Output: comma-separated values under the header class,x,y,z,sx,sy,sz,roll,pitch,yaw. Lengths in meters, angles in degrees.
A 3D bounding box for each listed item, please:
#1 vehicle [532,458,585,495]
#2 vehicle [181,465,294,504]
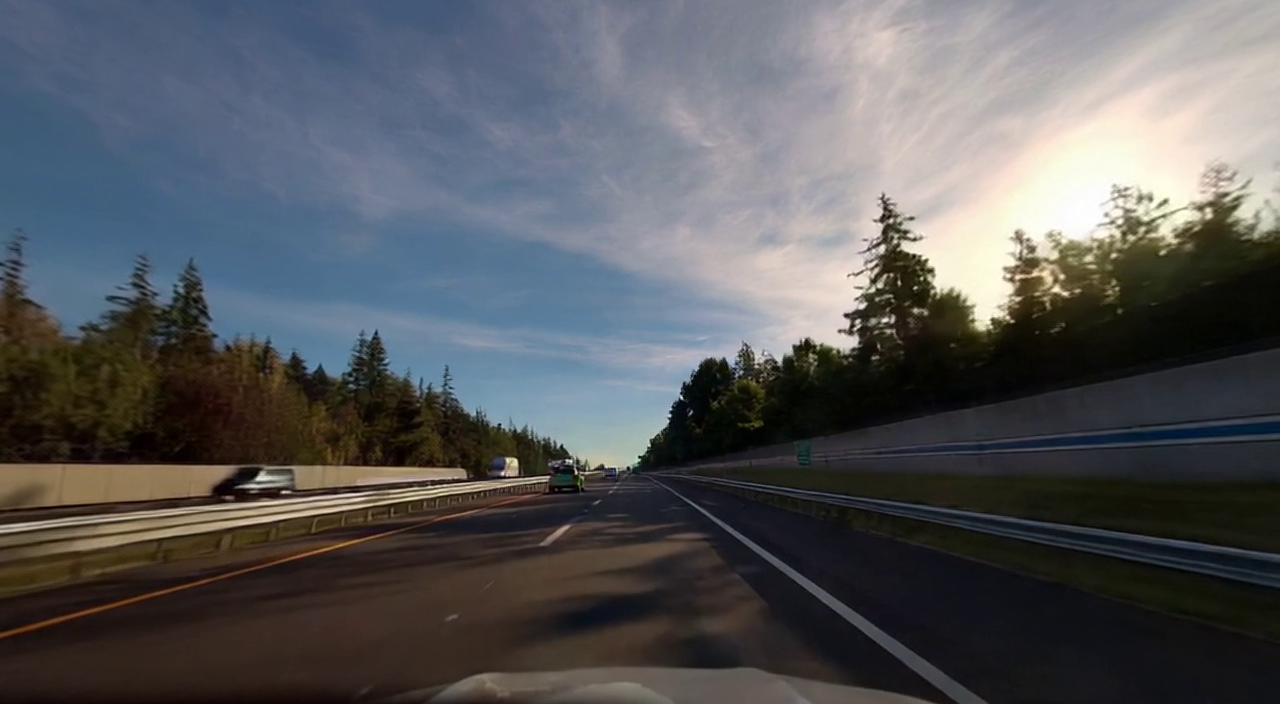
class,x,y,z,sx,sy,sz,roll,pitch,yaw
vehicle,-3.980,6.184,31.481,2.022,1.650,4.331,0,-11,1
vehicle,-16.900,5.577,26.776,1.867,1.445,4.398,1,-11,0
